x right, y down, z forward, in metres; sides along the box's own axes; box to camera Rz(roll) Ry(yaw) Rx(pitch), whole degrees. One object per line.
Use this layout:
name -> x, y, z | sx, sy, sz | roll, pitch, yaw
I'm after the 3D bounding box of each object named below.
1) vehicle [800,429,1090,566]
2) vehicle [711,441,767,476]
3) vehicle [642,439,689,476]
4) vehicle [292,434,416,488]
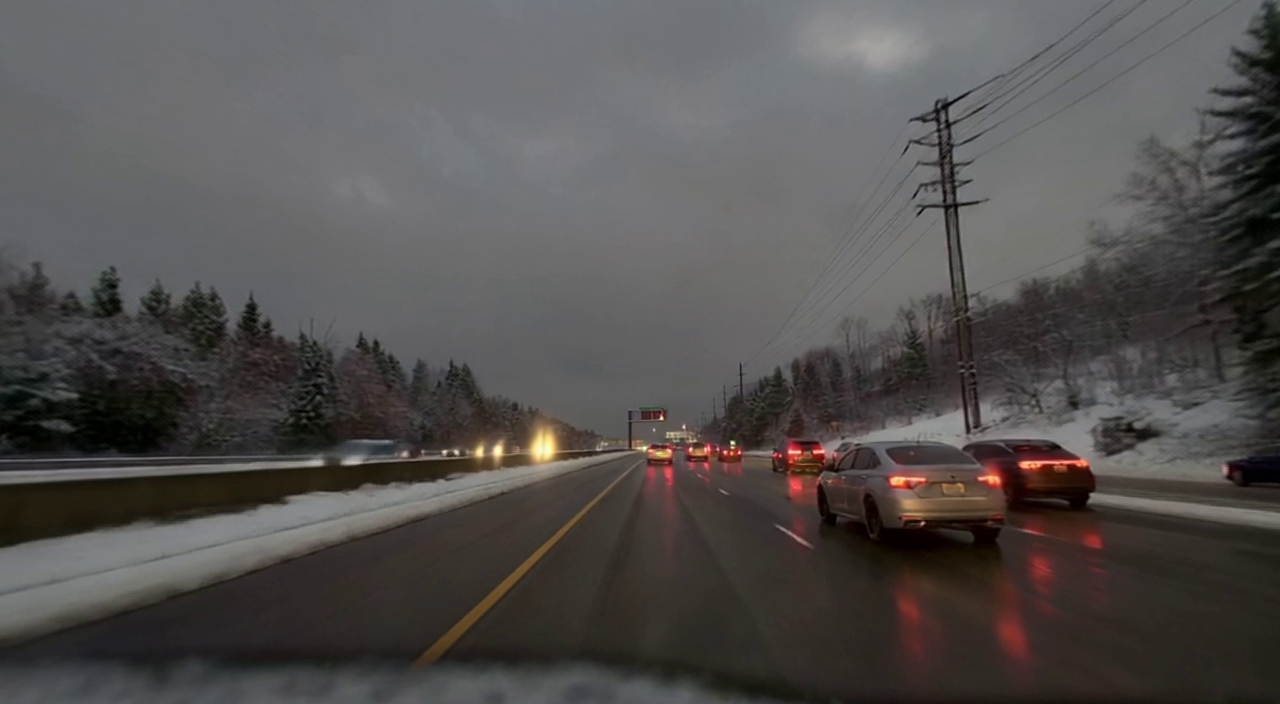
vehicle -> 3.913, 1.919, 9.172 | 1.986, 1.478, 4.429 | 0, -8, 0
vehicle -> 4.440, 4.839, 28.853 | 1.936, 1.465, 4.060 | 0, -8, 1
vehicle -> 1.148, 4.859, 29.229 | 2.042, 1.581, 3.769 | 0, -8, 2
vehicle -> -9.655, 3.687, 21.756 | 2.035, 1.654, 4.342 | -1, -8, 3
